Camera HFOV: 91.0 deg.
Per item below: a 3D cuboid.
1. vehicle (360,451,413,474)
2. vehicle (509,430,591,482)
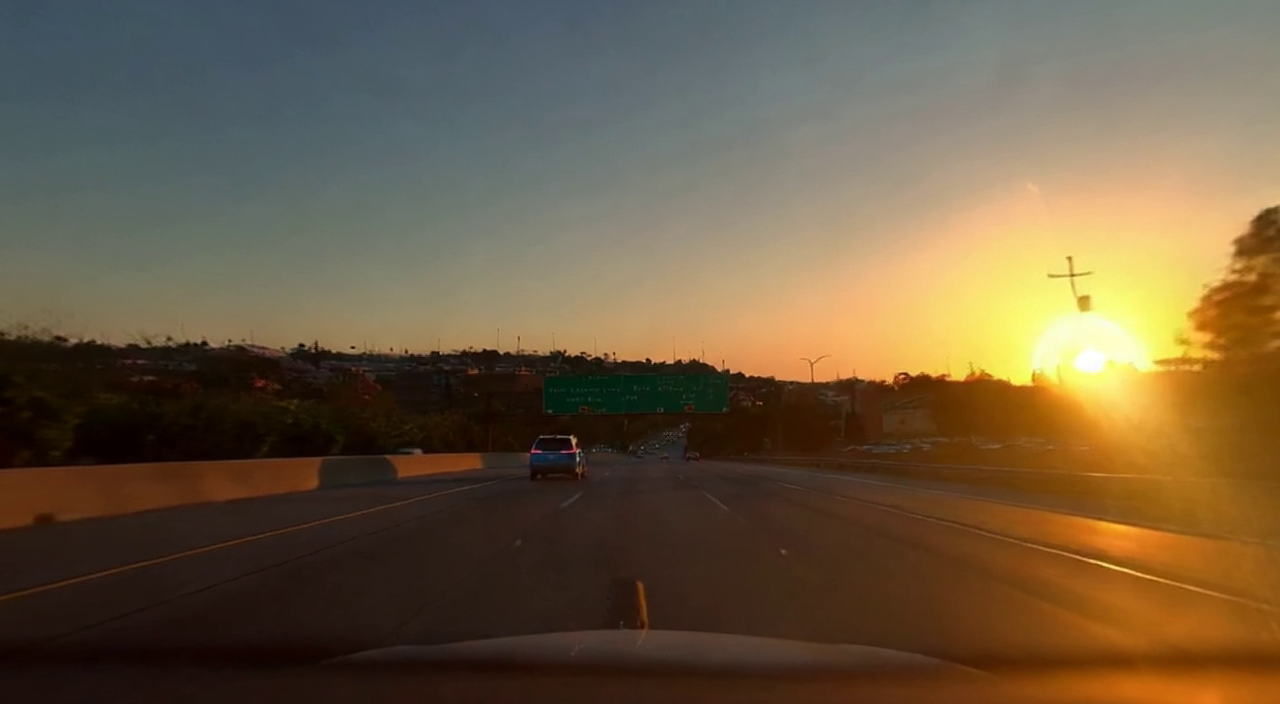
[{"bbox_3d":[-18.635,8.095,46.432,1.912,1.534,4.514,0,-9,1],"label":"vehicle"},{"bbox_3d":[-3.626,4.356,26.723,2.431,1.928,5.760,0,-9,2],"label":"vehicle"}]
